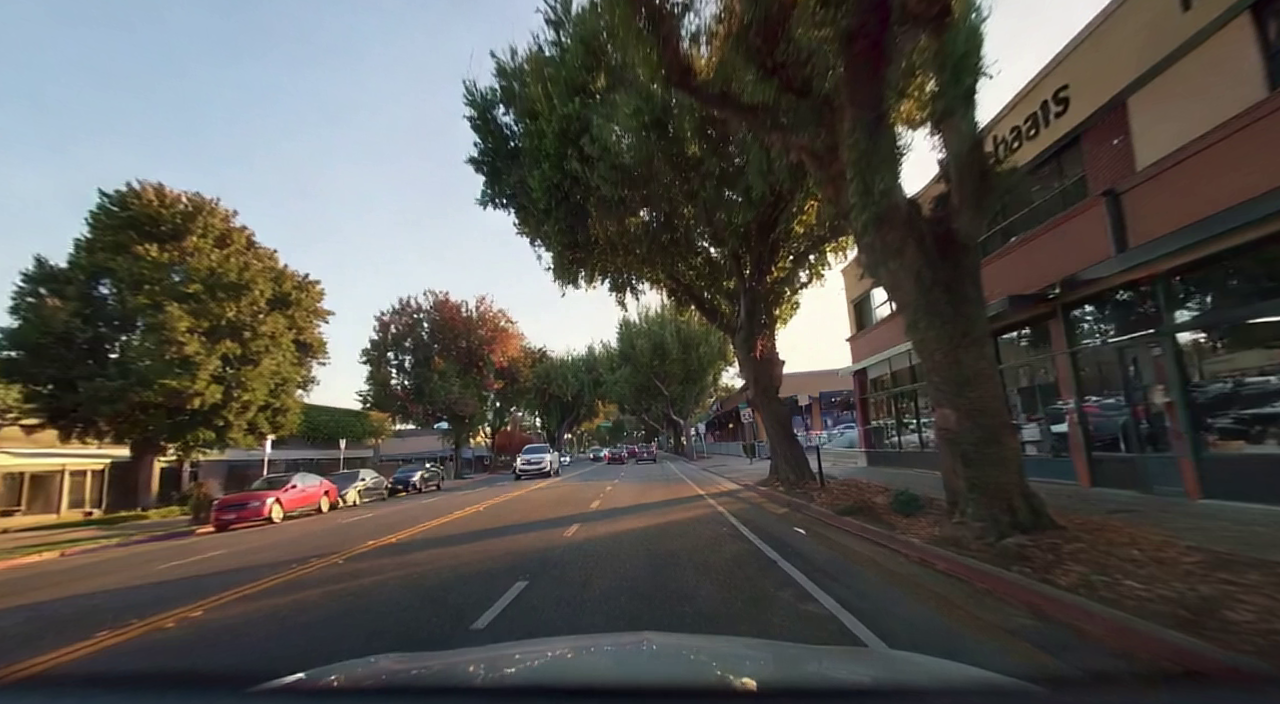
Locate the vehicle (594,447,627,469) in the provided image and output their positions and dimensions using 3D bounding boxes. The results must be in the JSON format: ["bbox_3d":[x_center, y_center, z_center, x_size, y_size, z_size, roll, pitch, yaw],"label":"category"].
[{"bbox_3d":[-2.103,7.646,45.610,2.099,1.424,4.609,0,-8,1],"label":"vehicle"}]

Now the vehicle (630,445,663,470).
[{"bbox_3d":[0.437,6.745,40.537,2.020,1.478,3.922,0,-8,1],"label":"vehicle"}]

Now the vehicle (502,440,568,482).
[{"bbox_3d":[-5.829,6.175,36.018,2.644,2.161,5.825,0,-8,1],"label":"vehicle"}]

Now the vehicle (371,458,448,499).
[{"bbox_3d":[-11.087,6.087,30.648,1.925,1.709,4.426,-1,-8,2],"label":"vehicle"}]

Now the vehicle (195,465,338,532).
[{"bbox_3d":[-11.146,4.350,19.177,1.946,1.526,3.954,-2,-7,0],"label":"vehicle"}]

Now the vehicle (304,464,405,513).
[{"bbox_3d":[-11.188,5.345,25.060,1.858,1.469,4.665,-4,-9,0],"label":"vehicle"}]
